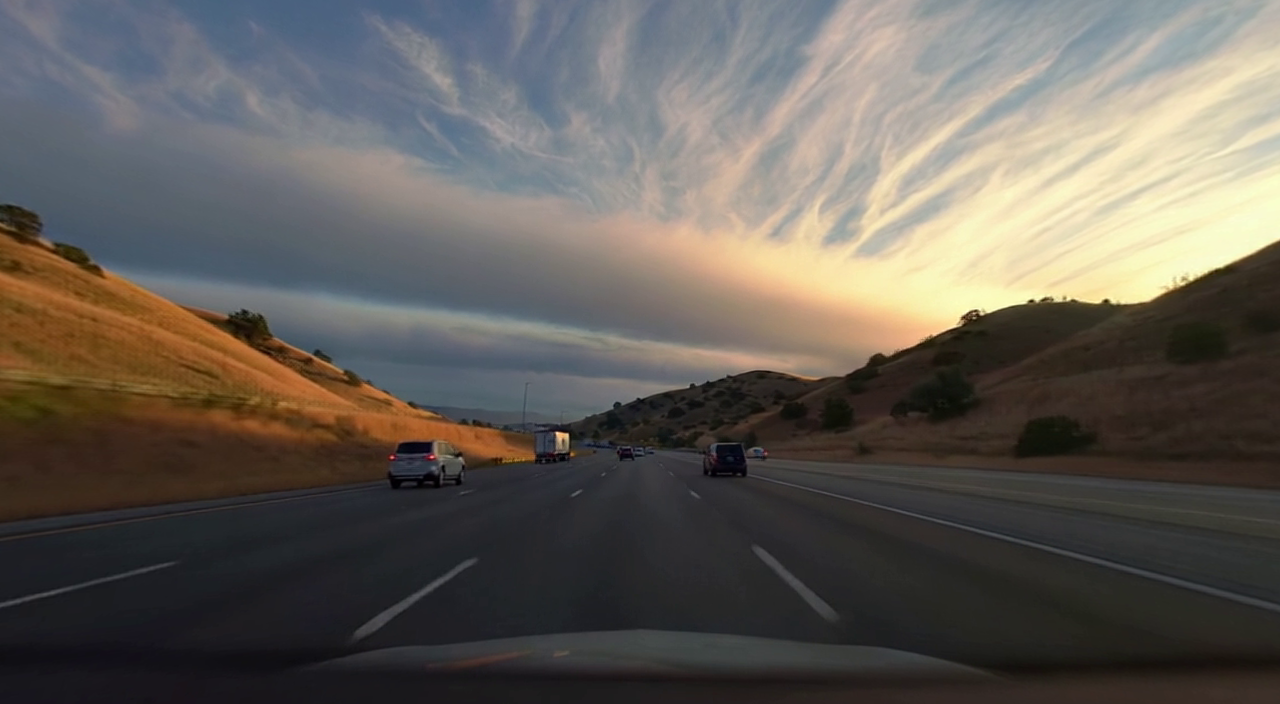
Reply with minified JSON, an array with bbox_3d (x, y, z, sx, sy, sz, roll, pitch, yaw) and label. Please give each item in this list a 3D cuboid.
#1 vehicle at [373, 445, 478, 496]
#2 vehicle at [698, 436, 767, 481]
[{"bbox_3d":[-7.223,4.023,21.842,1.935,1.550,4.883,0,-9,0],"label":"vehicle"},{"bbox_3d":[3.901,4.602,27.399,2.231,1.789,4.700,0,-9,0],"label":"vehicle"}]
